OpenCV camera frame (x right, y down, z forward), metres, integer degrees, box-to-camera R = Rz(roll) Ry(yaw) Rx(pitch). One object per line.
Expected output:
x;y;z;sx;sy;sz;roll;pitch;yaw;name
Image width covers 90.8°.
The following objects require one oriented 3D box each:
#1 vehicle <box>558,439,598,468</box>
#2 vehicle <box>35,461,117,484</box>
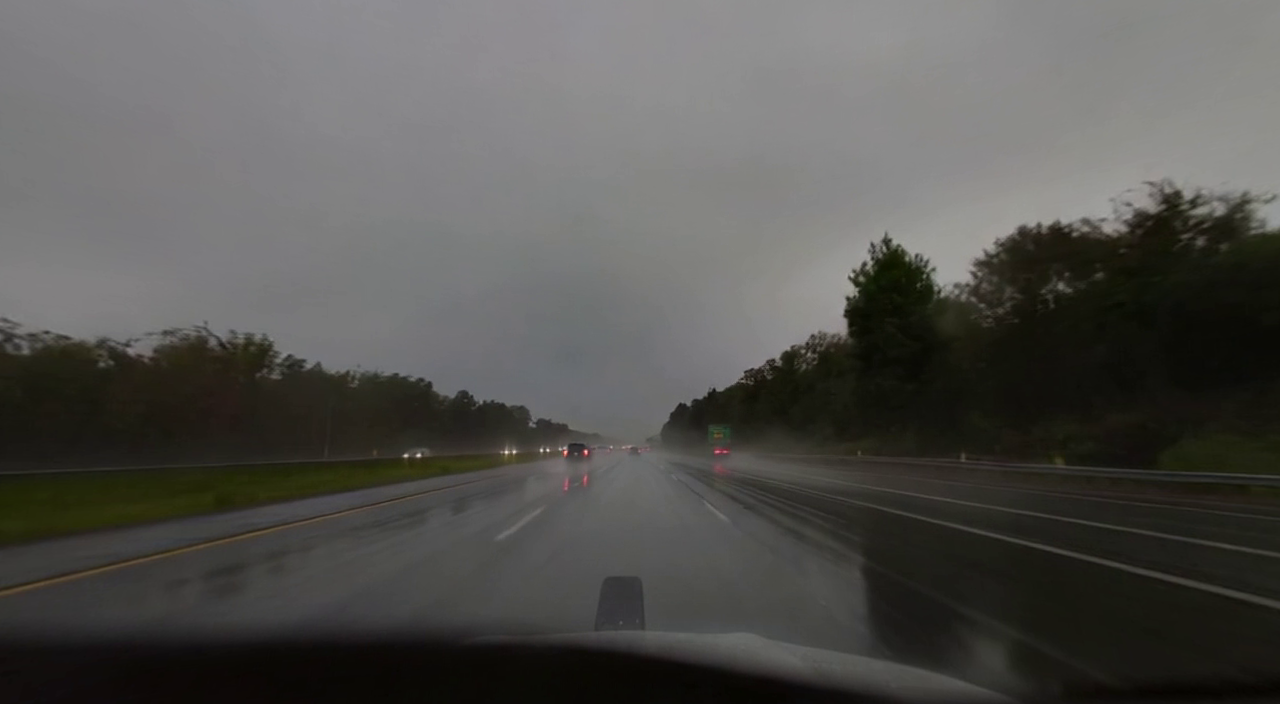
-3.936;6.554;40.971;2.114;1.774;4.427;0;-9;0;vehicle
-43.160;9.192;48.457;1.820;1.584;4.568;-1;-9;5;vehicle
